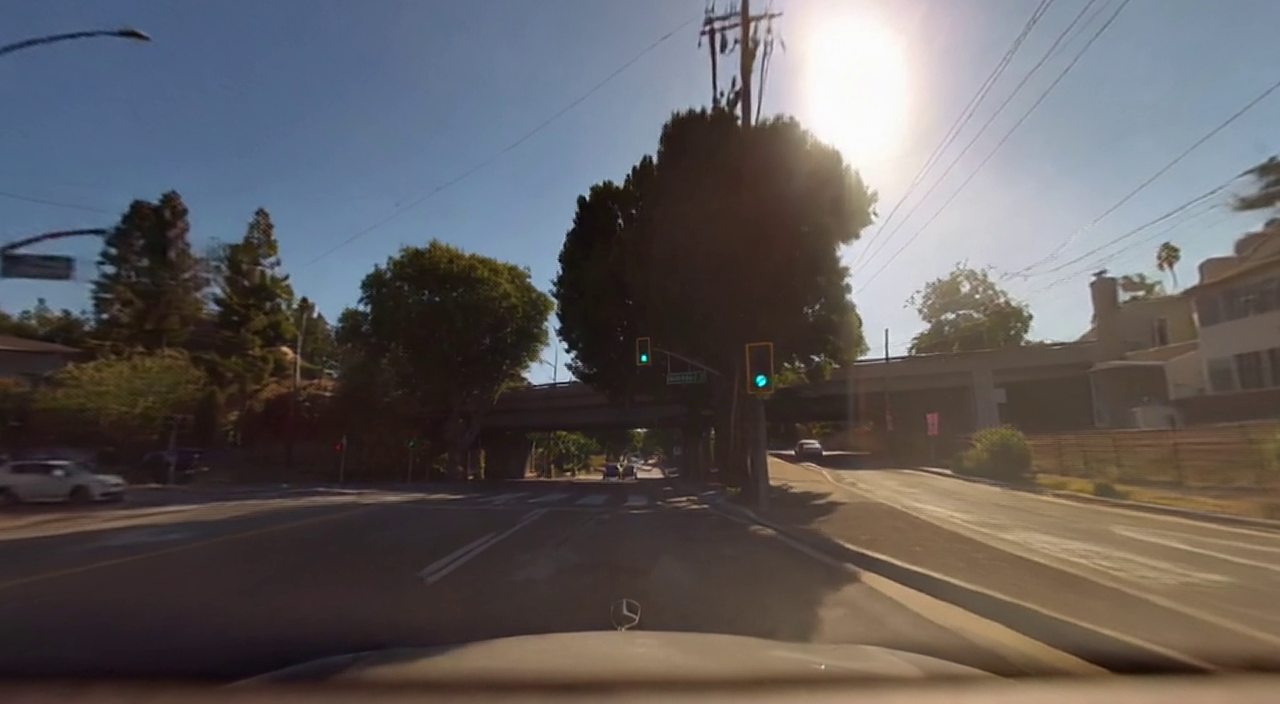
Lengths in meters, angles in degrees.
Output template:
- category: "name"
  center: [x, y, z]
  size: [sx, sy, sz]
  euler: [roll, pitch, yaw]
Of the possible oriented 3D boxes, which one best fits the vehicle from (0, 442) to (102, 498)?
- category: "vehicle"
  center: [-19.525, 3.583, 19.414]
  size: [3.877, 1.623, 2.049]
  euler: [2, -9, -9]
